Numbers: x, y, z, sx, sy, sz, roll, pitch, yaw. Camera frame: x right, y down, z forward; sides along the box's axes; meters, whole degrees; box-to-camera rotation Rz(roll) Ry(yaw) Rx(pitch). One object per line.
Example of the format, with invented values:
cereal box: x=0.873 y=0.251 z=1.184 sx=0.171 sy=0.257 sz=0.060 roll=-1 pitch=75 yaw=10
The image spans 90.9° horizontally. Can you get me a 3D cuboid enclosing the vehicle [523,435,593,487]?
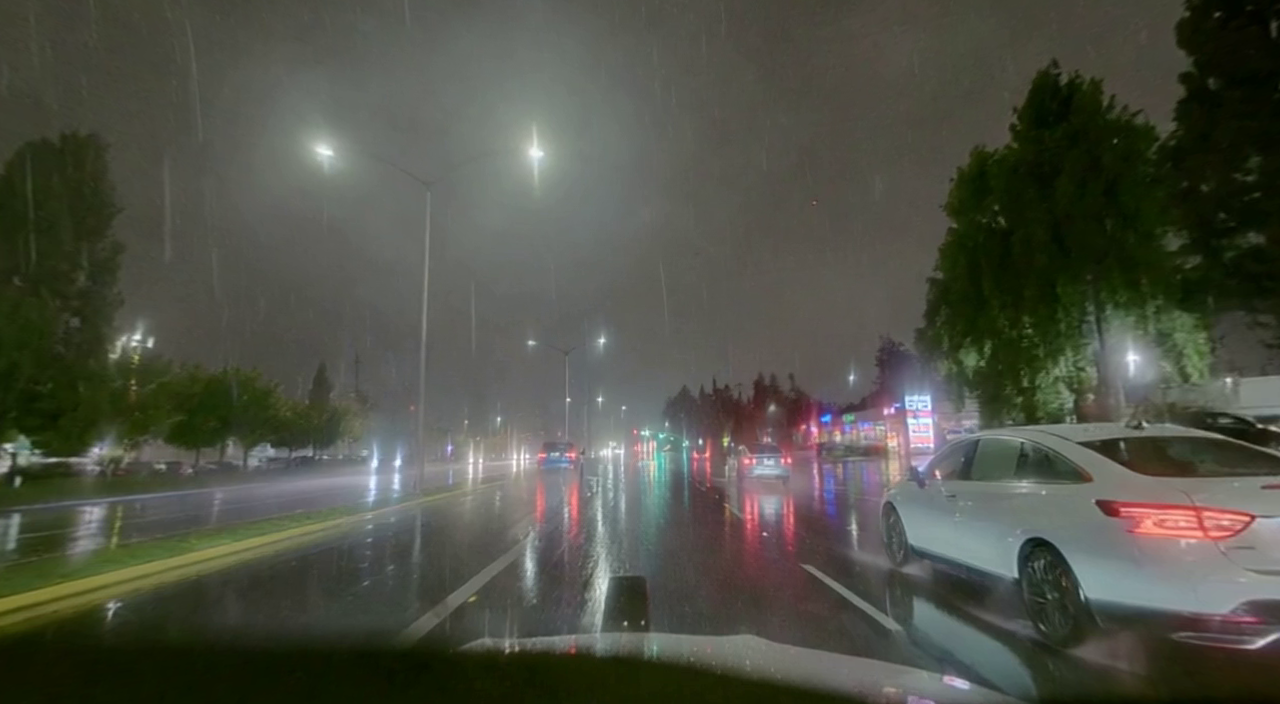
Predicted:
vehicle: x=-2.979 y=4.071 z=23.861 sx=1.981 sy=1.731 sz=4.360 roll=0 pitch=-8 yaw=1

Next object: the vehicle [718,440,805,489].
vehicle: x=4.052 y=3.848 z=21.915 sx=2.036 sy=1.480 sz=4.659 roll=0 pitch=-8 yaw=-1

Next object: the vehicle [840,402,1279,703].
vehicle: x=3.472 y=1.330 z=5.356 sx=1.976 sy=1.491 sz=4.714 roll=0 pitch=-8 yaw=0
